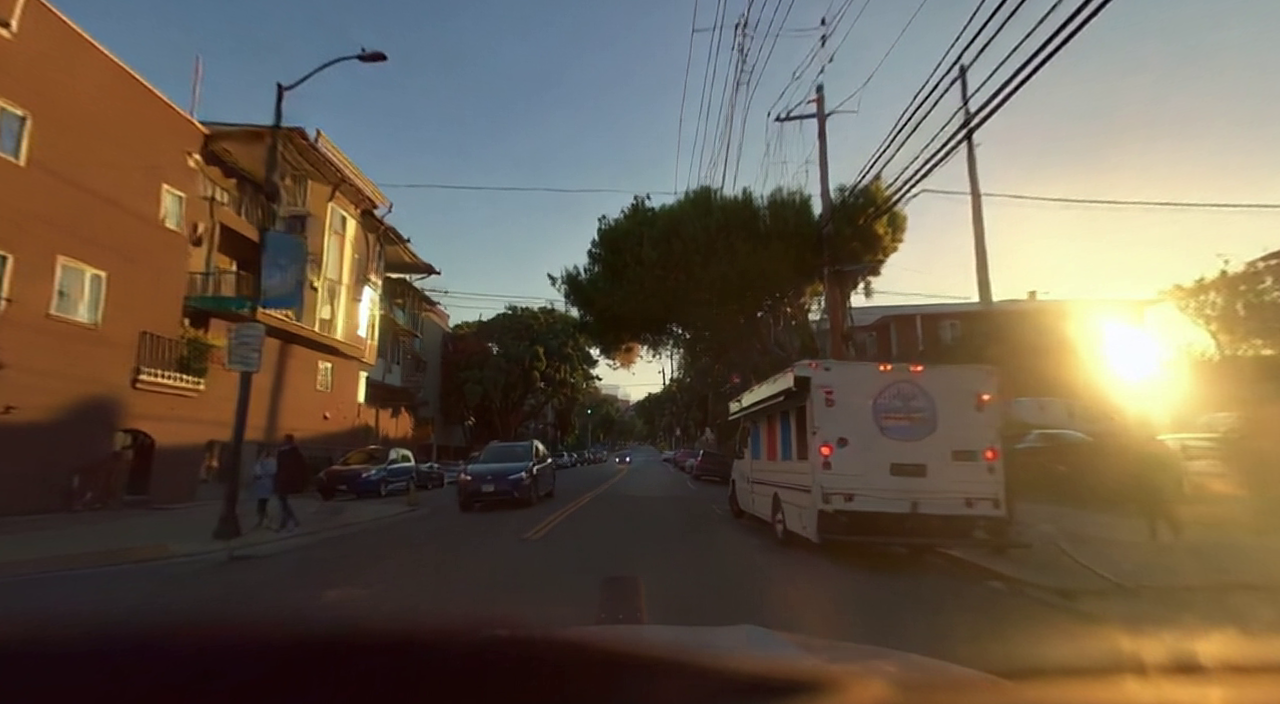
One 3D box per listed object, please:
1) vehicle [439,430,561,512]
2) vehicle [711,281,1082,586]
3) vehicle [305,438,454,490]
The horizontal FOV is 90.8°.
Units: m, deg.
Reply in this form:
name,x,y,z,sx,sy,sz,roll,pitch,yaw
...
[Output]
name,x,y,z,sx,sy,sz,roll,pitch,yaw
vehicle,-3.185,2.800,15.331,1.952,1.708,4.096,0,-8,1
vehicle,3.204,1.403,10.841,2.886,3.321,7.809,0,-8,-1
vehicle,-10.118,4.434,24.951,5.093,1.855,2.338,3,-11,-18
